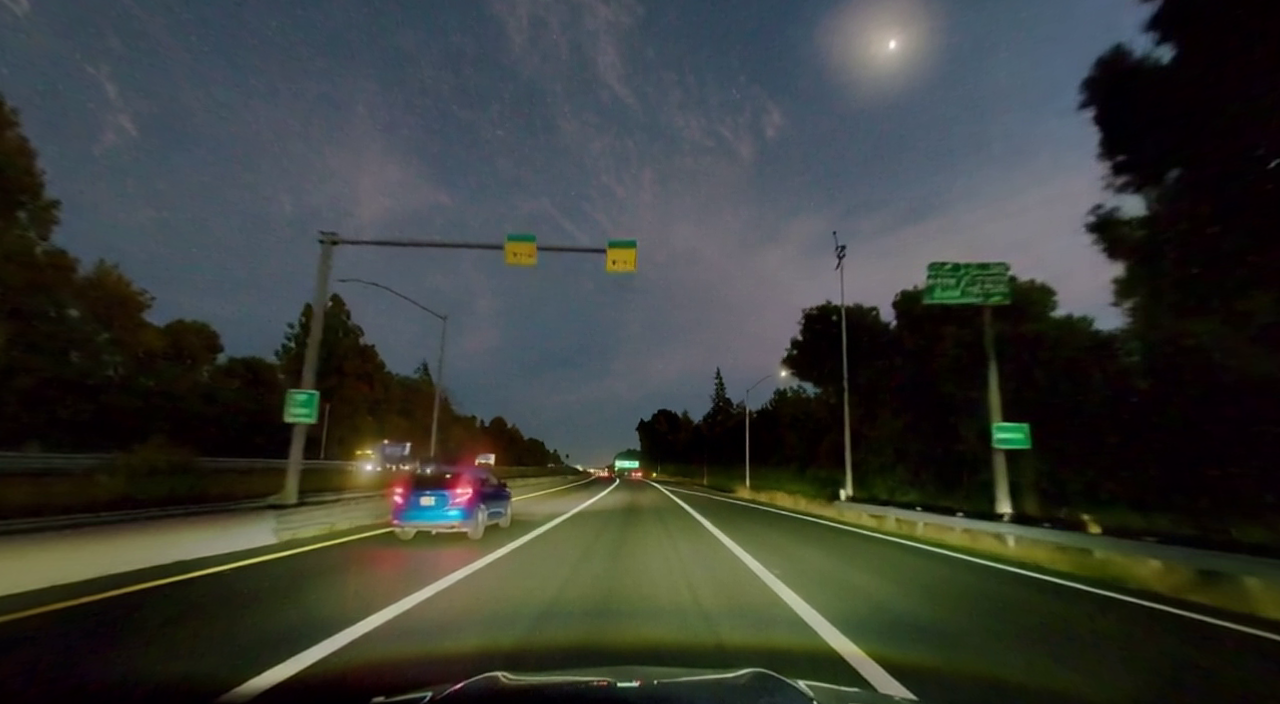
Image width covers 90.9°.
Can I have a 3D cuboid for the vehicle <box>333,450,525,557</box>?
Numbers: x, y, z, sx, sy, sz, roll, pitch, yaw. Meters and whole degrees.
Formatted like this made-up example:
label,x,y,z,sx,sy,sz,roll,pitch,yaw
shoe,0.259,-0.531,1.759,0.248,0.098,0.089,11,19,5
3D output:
label,x,y,z,sx,sy,sz,roll,pitch,yaw
vehicle,-3.565,2.676,11.681,1.967,1.556,4.364,1,-10,1
